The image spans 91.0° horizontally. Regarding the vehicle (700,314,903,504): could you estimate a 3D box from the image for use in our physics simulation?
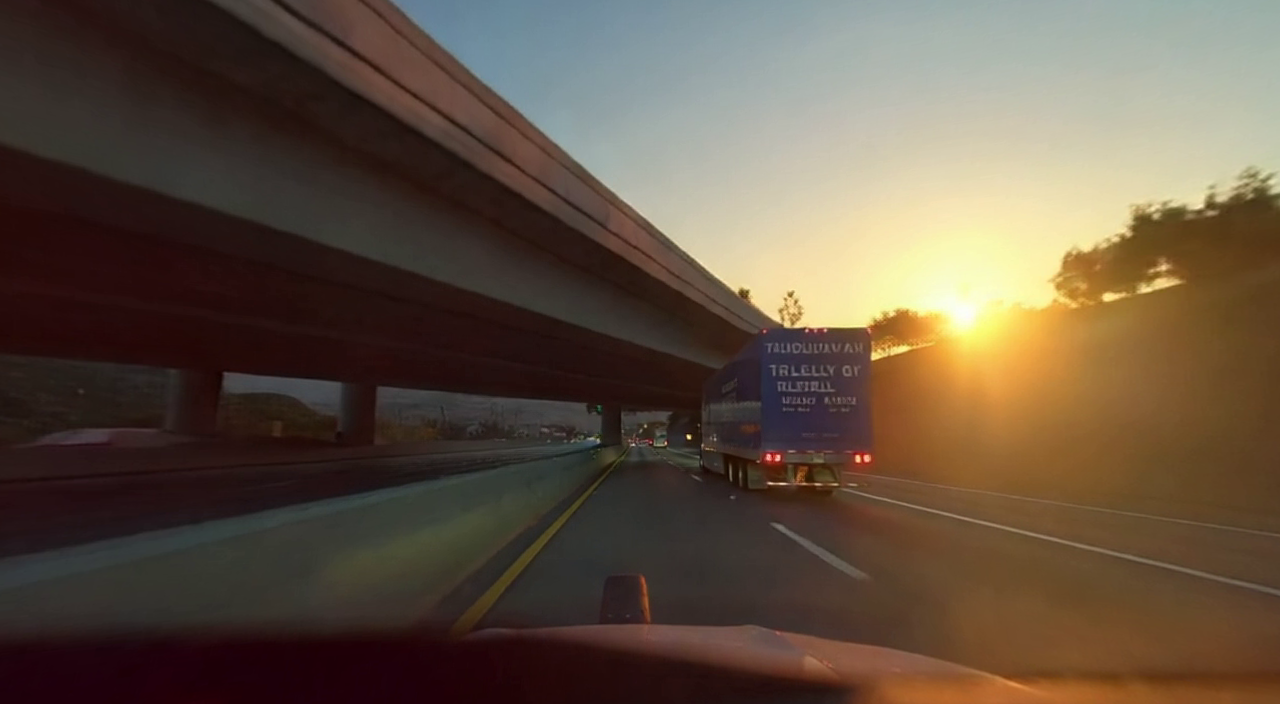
[{"bbox_3d":[4.098,2.196,20.564,3.006,4.093,14.142,0,-8,0],"label":"vehicle"}]
